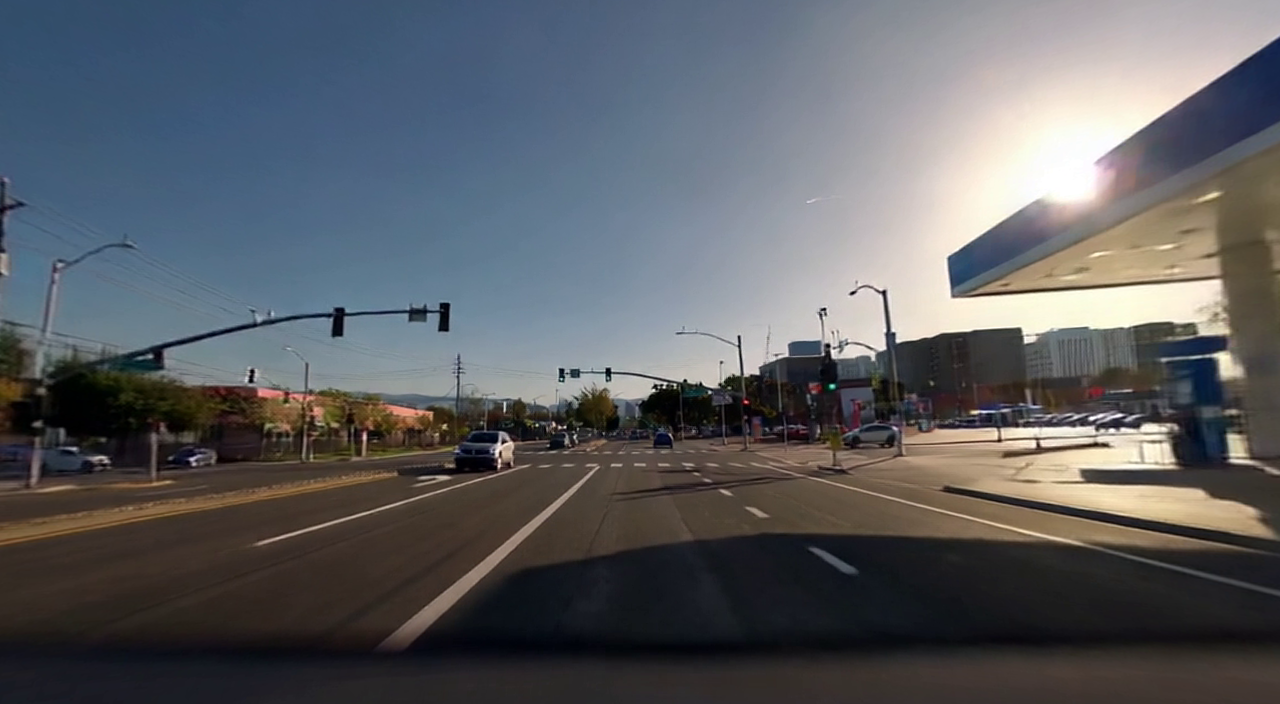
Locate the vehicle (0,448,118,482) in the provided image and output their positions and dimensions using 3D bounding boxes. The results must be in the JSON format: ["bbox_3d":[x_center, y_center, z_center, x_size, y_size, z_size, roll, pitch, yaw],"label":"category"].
[{"bbox_3d":[-33.012,6.353,35.680,5.040,1.826,2.155,0,-8,-1],"label":"vehicle"}]

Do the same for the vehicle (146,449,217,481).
[{"bbox_3d":[-23.277,5.682,31.995,4.444,1.457,1.927,-8,-11,42],"label":"vehicle"}]

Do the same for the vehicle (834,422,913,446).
[{"bbox_3d":[16.211,5.725,44.041,4.727,1.585,2.066,-1,-8,1],"label":"vehicle"}]

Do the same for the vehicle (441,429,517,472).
[{"bbox_3d":[-6.831,4.236,27.292,2.074,1.692,4.333,0,-8,1],"label":"vehicle"}]
